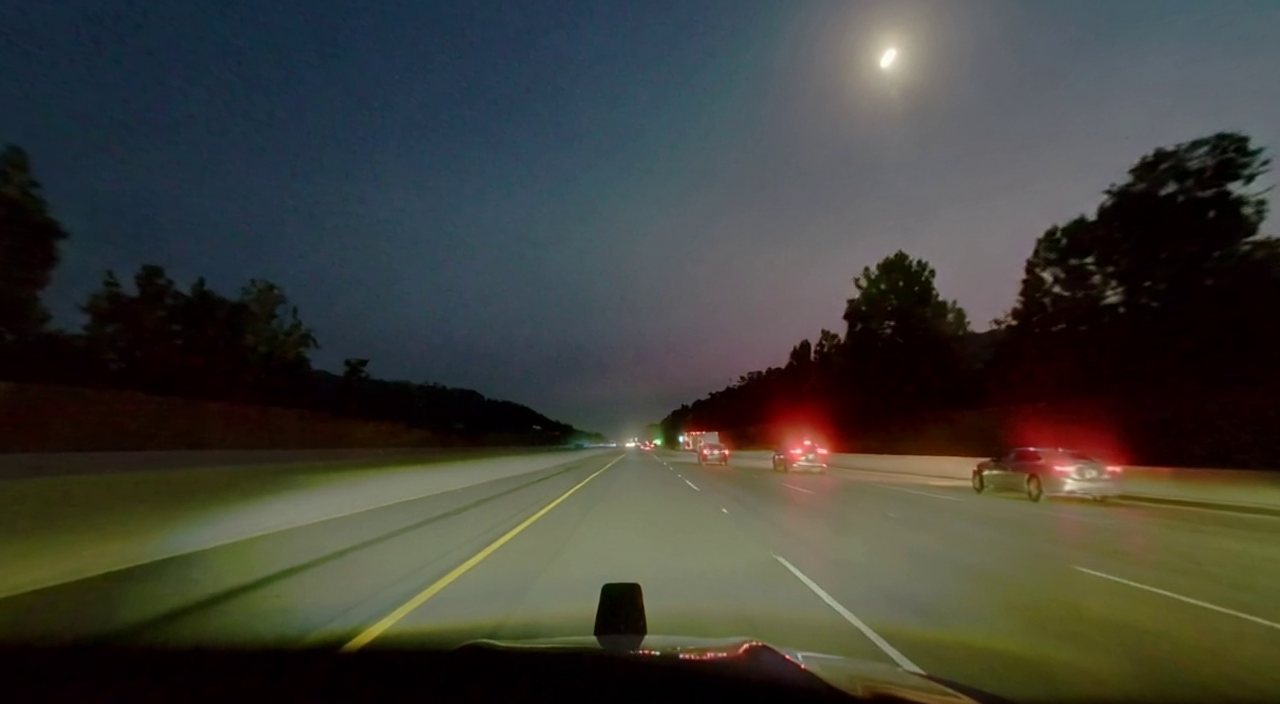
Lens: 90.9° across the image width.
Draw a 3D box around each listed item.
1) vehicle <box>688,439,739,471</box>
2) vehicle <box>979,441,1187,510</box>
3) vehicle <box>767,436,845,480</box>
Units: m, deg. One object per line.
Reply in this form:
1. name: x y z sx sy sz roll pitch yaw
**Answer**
1. vehicle: 4.015 5.717 35.099 2.326 1.644 4.206 0 -8 0
2. vehicle: 10.801 3.015 15.925 1.970 1.479 4.480 0 -8 0
3. vehicle: 7.229 4.663 27.986 2.178 1.749 4.570 0 -8 0
